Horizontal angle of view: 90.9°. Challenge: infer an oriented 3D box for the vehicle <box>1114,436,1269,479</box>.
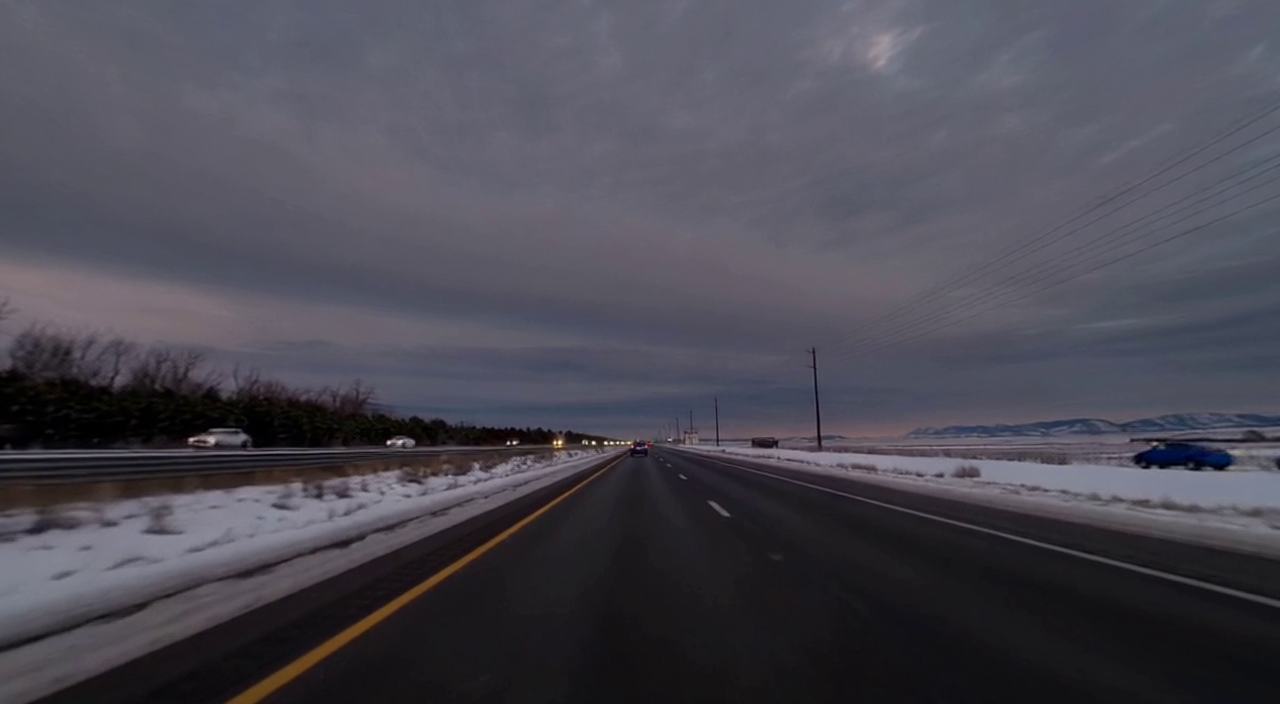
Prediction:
[{"bbox_3d":[36.856,7.108,42.752,2.760,2.529,8.485,-1,-9,-1],"label":"vehicle"}]
